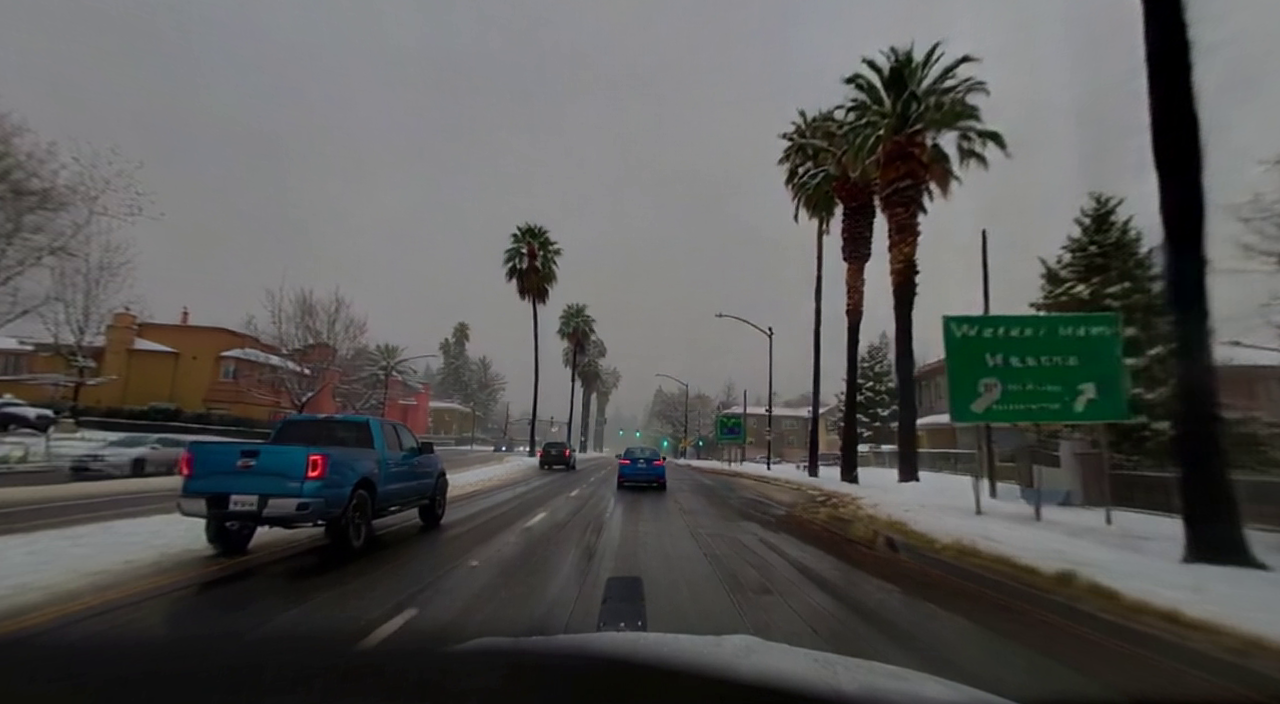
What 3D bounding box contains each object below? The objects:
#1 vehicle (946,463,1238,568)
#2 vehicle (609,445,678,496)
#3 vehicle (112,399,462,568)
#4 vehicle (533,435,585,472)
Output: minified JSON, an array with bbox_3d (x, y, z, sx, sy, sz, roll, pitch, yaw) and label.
[{"bbox_3d":[6.944,2.508,10.265,2.949,1.209,3.070,-1,-9,16],"label":"vehicle"},{"bbox_3d":[0.096,3.982,21.553,2.122,1.562,4.152,0,-9,0],"label":"vehicle"},{"bbox_3d":[-4.894,1.953,10.270,2.187,1.904,6.103,0,-9,0],"label":"vehicle"},{"bbox_3d":[-4.957,6.322,39.290,2.447,2.062,5.911,0,-9,0],"label":"vehicle"}]
